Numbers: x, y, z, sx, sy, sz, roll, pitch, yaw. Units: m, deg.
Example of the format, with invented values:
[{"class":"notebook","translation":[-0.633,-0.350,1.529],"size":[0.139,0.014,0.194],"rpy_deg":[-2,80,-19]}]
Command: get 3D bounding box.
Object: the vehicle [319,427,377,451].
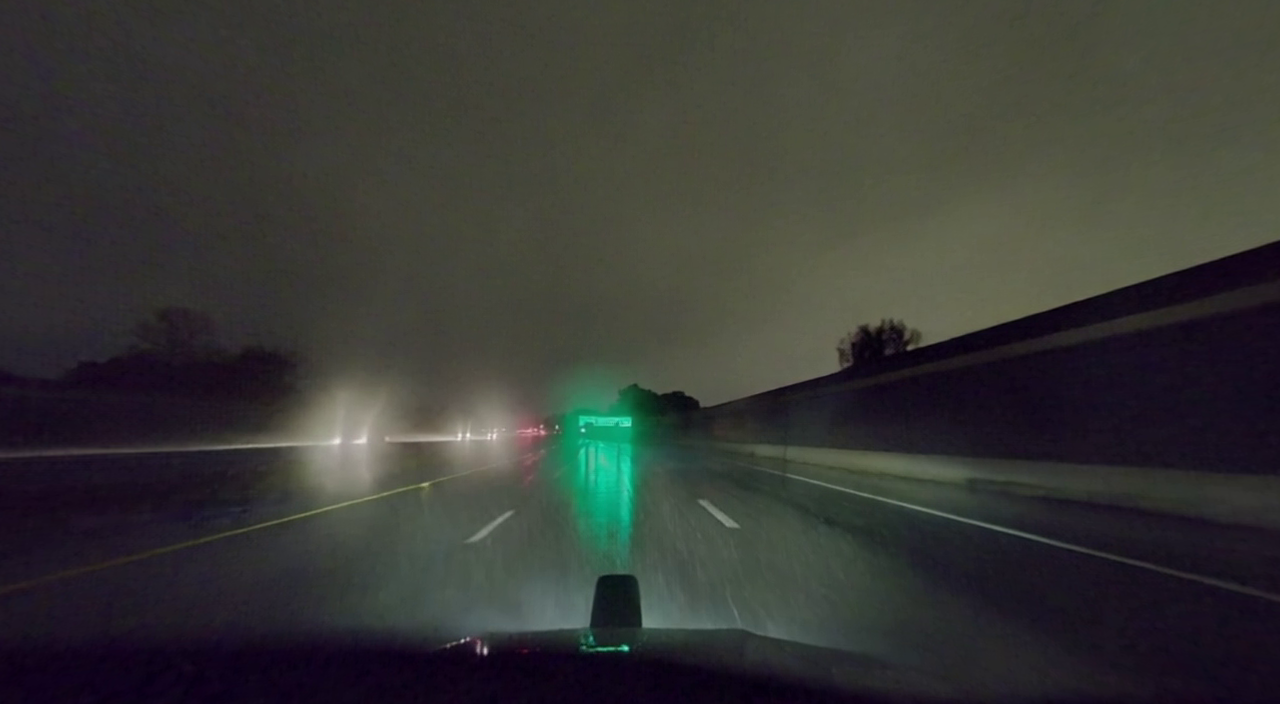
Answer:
[{"class":"vehicle","translation":[-19.188,5.714,41.600],"size":[1.813,1.500,4.517],"rpy_deg":[0,-8,-2]}]
